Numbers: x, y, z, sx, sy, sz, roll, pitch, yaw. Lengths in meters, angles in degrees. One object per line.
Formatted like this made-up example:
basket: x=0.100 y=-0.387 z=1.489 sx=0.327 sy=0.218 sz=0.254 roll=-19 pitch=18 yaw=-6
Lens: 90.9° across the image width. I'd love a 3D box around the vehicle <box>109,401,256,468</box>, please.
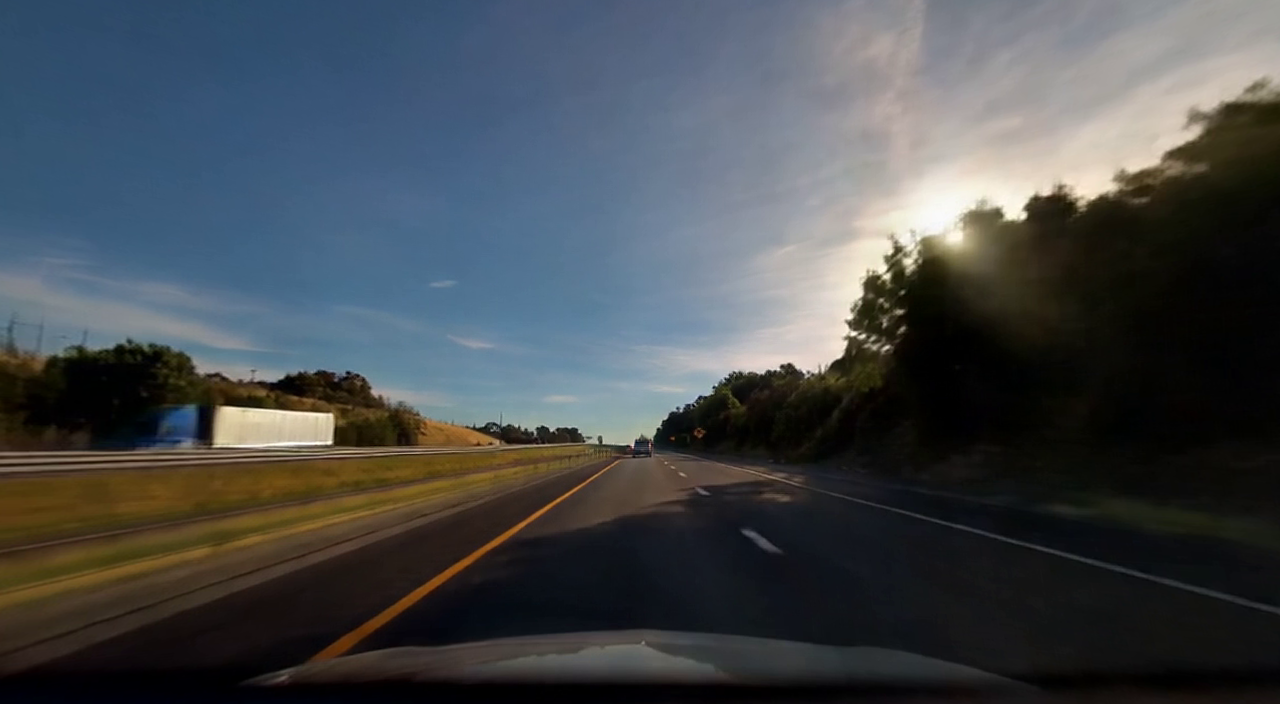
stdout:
vehicle: x=-29.831 y=5.538 z=41.803 sx=3.398 sy=3.998 sz=8.267 roll=0 pitch=-8 yaw=0
